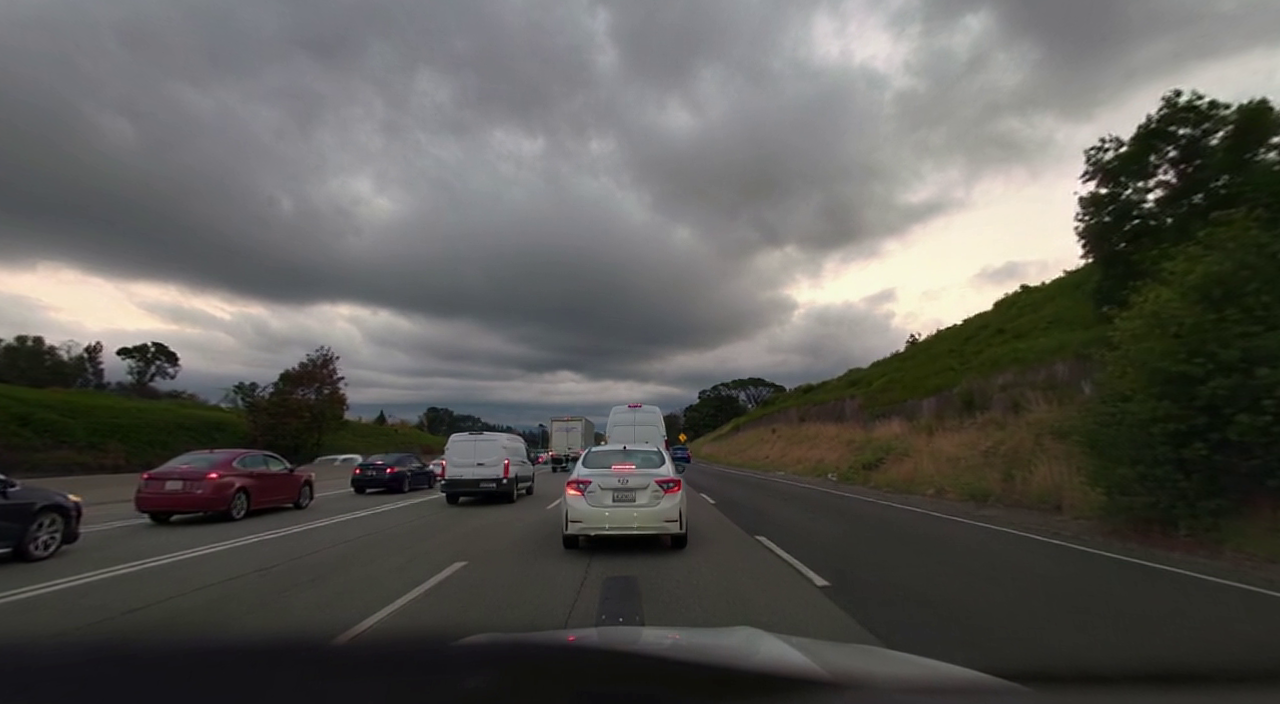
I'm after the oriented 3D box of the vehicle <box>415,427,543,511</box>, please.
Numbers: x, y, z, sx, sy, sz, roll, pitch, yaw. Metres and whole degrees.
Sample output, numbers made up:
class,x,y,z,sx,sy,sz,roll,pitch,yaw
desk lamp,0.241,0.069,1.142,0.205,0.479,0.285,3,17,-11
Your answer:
class,x,y,z,sx,sy,sz,roll,pitch,yaw
vehicle,-4.089,3.073,16.947,2.055,1.913,4.584,-1,-9,2

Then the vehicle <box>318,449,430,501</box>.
class,x,y,z,sx,sy,sz,roll,pitch,yaw
vehicle,-8.388,3.883,20.284,1.826,1.465,3.916,-1,-9,1

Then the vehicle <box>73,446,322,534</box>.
class,x,y,z,sx,sy,sz,roll,pitch,yaw
vehicle,-8.705,2.711,13.044,1.884,1.484,4.389,-1,-9,1

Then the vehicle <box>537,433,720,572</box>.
class,x,y,z,sx,sy,sz,roll,pitch,yaw
vehicle,-0.144,1.918,8.671,1.995,1.495,3.380,0,-9,-1
